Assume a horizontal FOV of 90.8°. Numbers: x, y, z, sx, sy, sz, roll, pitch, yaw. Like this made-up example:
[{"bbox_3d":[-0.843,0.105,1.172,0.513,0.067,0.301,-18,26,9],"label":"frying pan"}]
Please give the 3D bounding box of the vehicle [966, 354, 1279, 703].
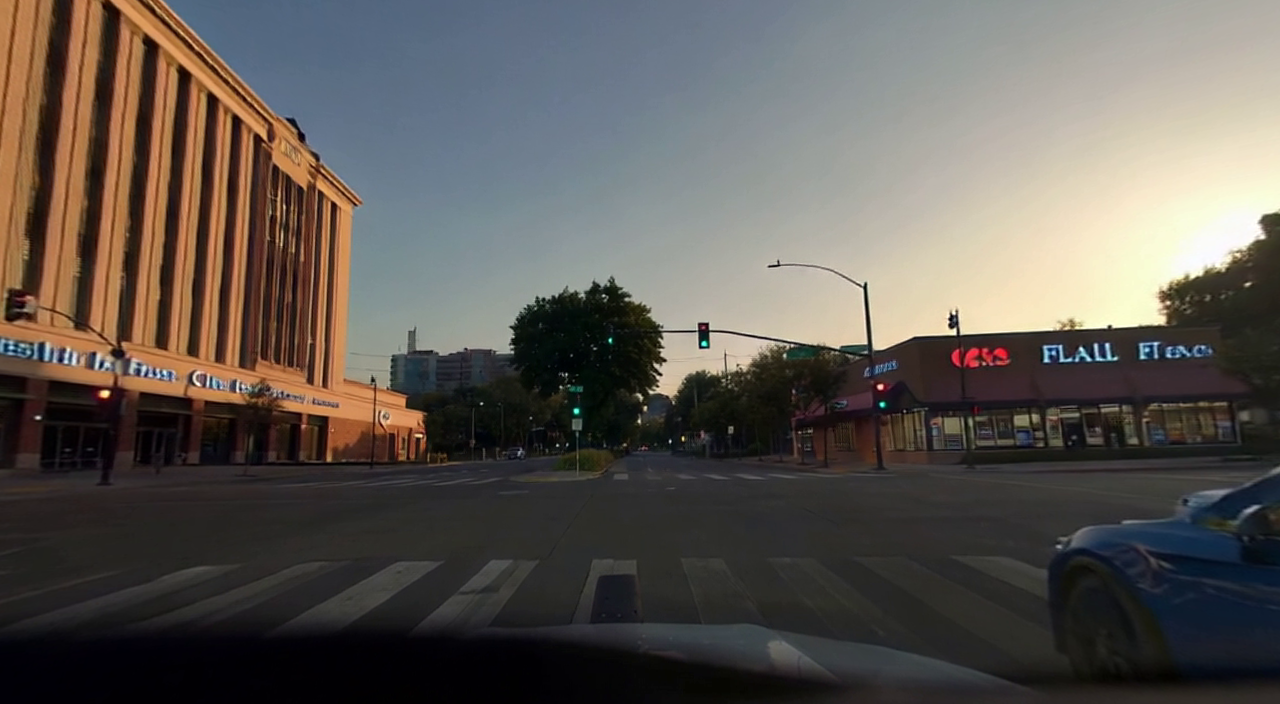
[{"bbox_3d":[3.040,0.730,1.311,2.015,1.641,4.995,0,-9,0],"label":"vehicle"}]
